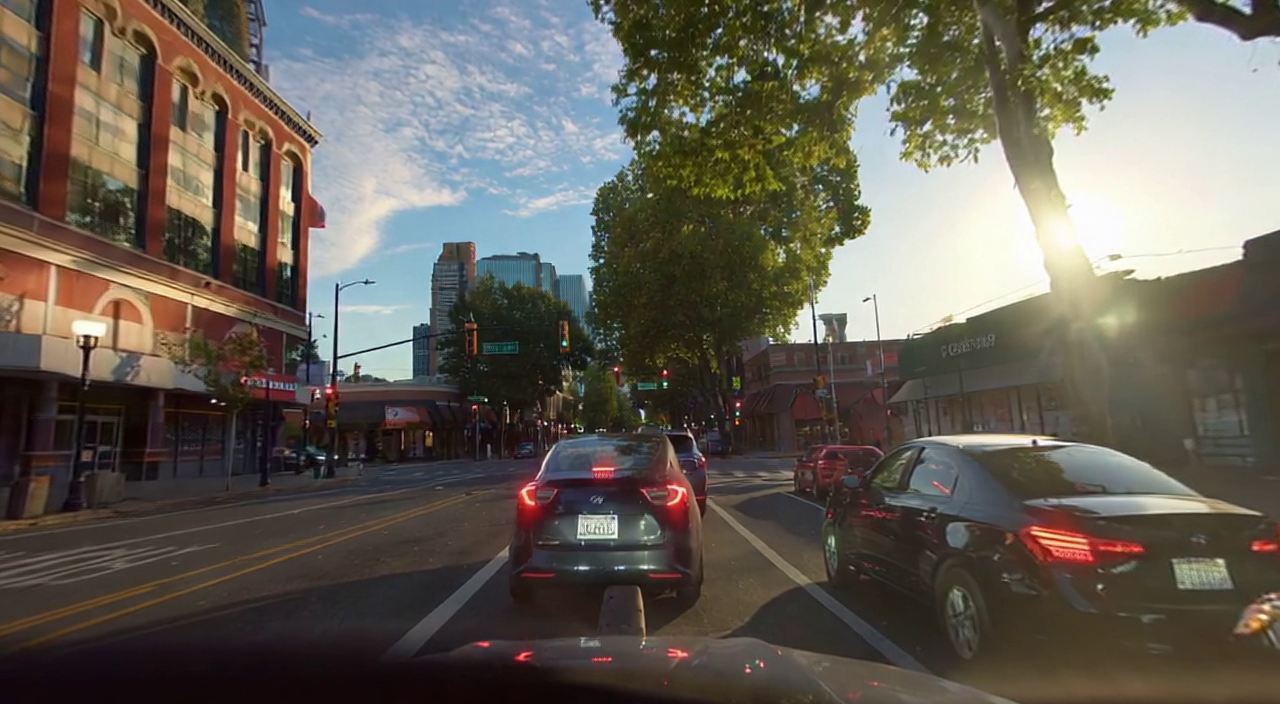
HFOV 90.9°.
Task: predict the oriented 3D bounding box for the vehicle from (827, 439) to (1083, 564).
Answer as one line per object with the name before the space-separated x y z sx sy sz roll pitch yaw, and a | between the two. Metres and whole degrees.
vehicle | 4.527 2.157 10.045 1.912 1.505 4.618 -1 -8 3

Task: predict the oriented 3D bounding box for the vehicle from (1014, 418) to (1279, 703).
vehicle | 3.176 0.824 1.150 2.006 1.496 4.767 0 -8 -1

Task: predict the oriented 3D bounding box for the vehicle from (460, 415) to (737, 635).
vehicle | -0.284 1.456 6.237 1.888 1.489 3.703 0 -8 0
